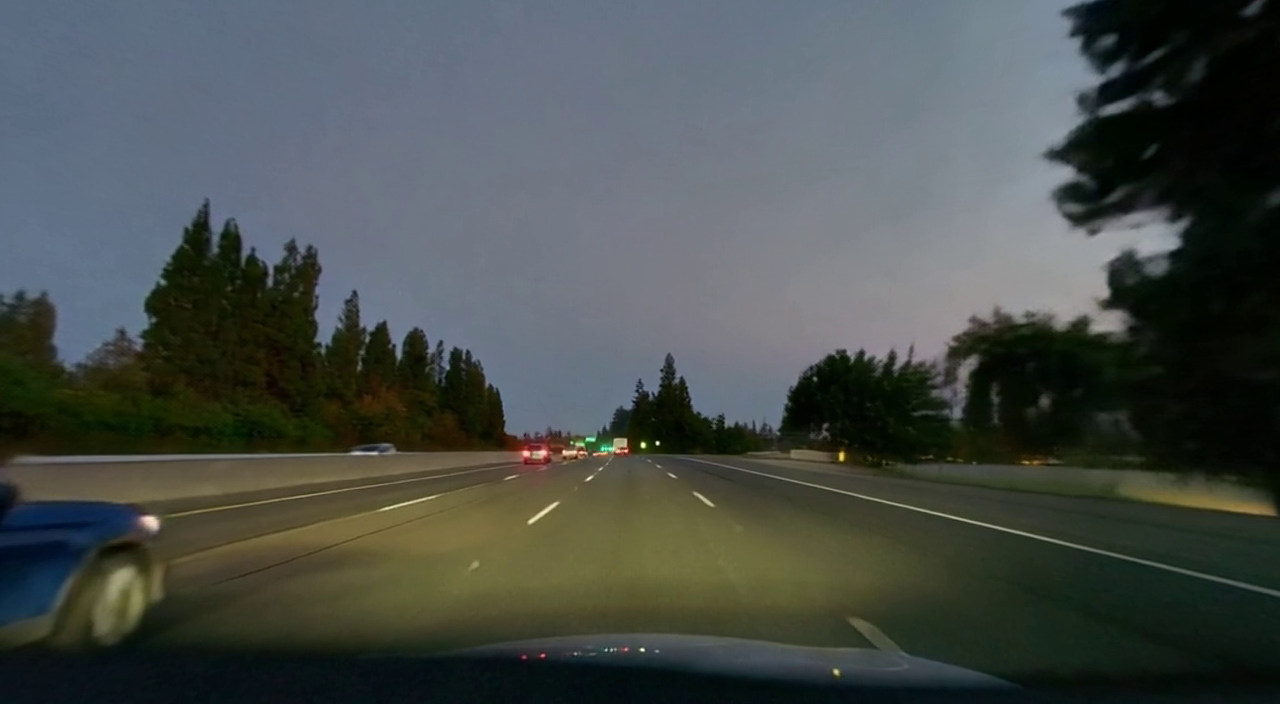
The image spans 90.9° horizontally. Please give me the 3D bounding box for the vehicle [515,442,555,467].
[{"bbox_3d":[-7.757,7.621,47.083,2.179,1.710,5.160,0,-8,0],"label":"vehicle"}]

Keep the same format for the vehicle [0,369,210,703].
[{"bbox_3d":[-4.255,0.834,2.266,2.162,1.724,4.537,0,-8,0],"label":"vehicle"}]
